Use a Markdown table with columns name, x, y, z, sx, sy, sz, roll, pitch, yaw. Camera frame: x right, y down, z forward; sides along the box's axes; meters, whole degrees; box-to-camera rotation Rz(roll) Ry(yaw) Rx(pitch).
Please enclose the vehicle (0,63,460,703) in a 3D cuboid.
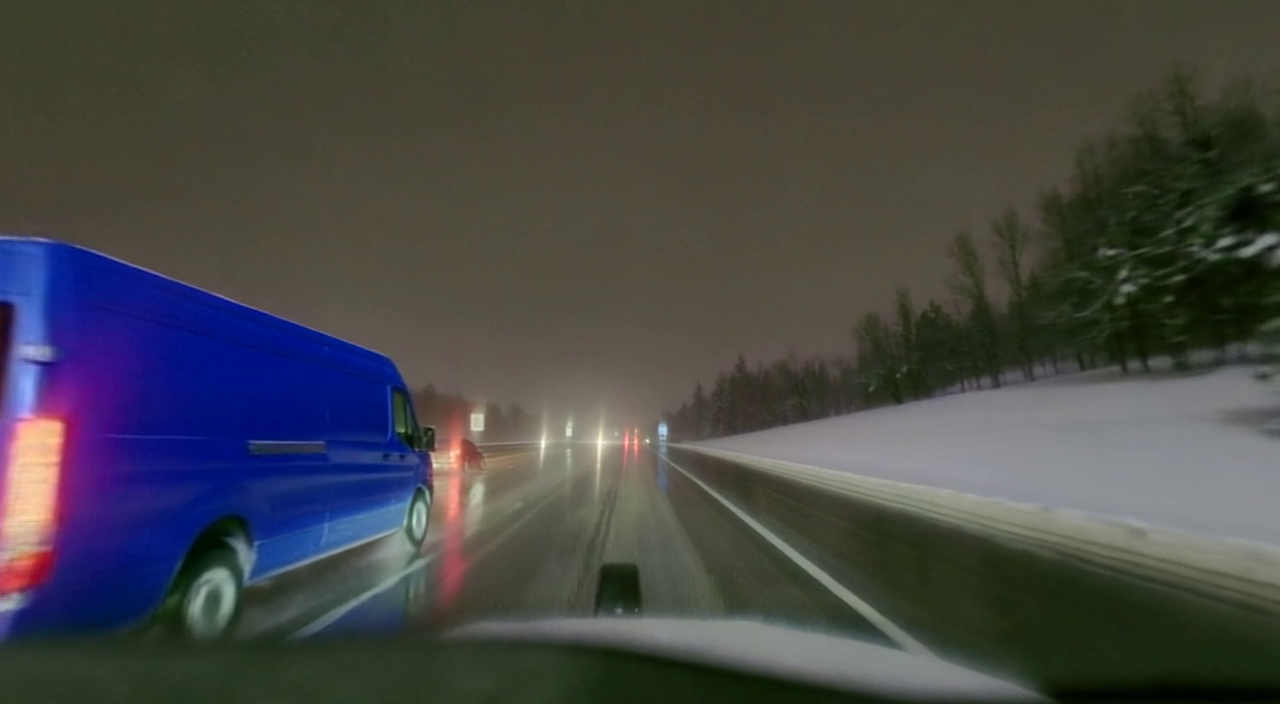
| name | x | y | z | sx | sy | sz | roll | pitch | yaw |
| --- | --- | --- | --- | --- | --- | --- | --- | --- | --- |
| vehicle | -3.854 | 0.644 | 5.577 | 2.428 | 2.782 | 7.330 | 0 | -8 | -1 |
